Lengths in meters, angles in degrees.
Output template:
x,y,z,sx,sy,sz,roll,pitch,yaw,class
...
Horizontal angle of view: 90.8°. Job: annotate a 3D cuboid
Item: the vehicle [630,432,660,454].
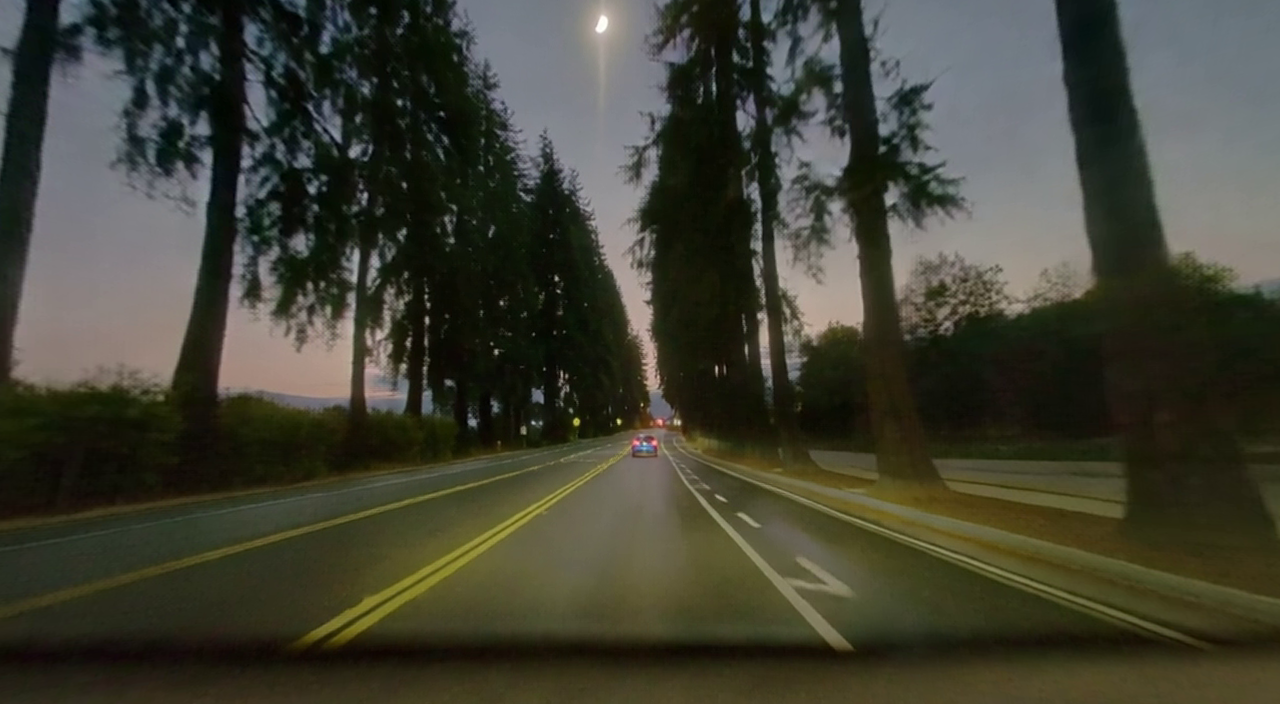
x,y,z,sx,sy,sz,roll,pitch,yaw,class
0.360,6.497,45.001,2.067,1.486,3.861,0,-9,1,vehicle
